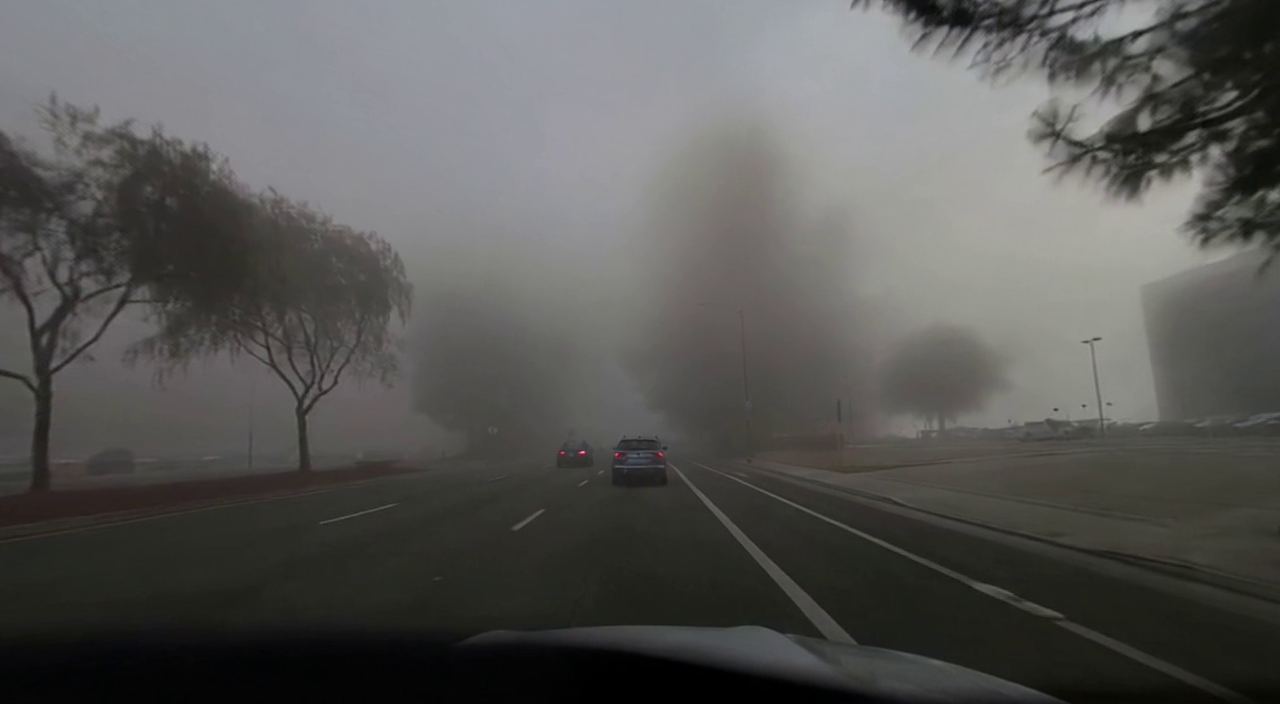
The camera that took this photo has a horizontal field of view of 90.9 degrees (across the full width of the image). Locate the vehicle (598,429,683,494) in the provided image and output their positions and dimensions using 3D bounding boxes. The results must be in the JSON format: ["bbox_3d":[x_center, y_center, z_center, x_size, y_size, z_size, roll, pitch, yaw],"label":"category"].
[{"bbox_3d":[0.023,3.129,18.344,2.199,1.652,4.101,0,-8,0],"label":"vehicle"}]

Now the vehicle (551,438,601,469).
[{"bbox_3d":[-3.269,5.344,33.382,1.942,1.462,4.905,-1,-8,2],"label":"vehicle"}]

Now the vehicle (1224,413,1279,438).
[{"bbox_3d":[45.077,5.197,44.760,4.851,1.673,1.912,-5,-10,30],"label":"vehicle"}]

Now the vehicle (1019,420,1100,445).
[{"bbox_3d":[31.865,6.163,48.120,4.903,1.767,2.105,-5,-10,31],"label":"vehicle"}]
